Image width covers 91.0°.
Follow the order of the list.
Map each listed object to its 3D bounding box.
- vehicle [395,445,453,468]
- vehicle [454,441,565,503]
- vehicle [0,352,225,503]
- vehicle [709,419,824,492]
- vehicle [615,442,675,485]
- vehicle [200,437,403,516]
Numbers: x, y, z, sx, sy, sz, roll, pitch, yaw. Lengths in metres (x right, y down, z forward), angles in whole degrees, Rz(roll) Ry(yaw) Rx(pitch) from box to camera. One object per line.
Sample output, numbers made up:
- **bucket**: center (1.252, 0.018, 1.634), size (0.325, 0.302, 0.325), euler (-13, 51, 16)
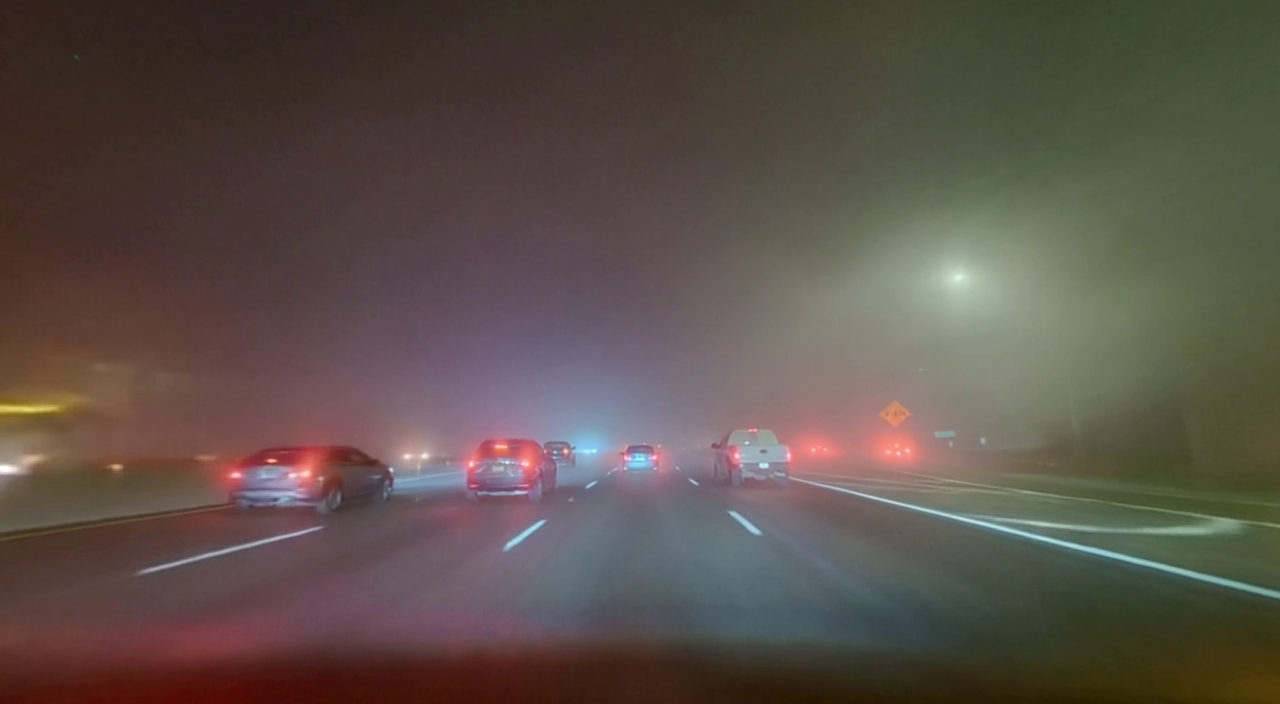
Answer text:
- **vehicle**: center (-15.502, 7.535, 45.571), size (2.287, 1.546, 4.741), euler (-1, -9, 3)
- **vehicle**: center (-3.444, 3.263, 17.600), size (1.996, 1.488, 4.451), euler (0, -9, 2)
- **vehicle**: center (-16.323, 2.327, 18.536), size (2.900, 3.555, 7.278), euler (0, -9, 2)
- **vehicle**: center (4.112, 3.595, 22.074), size (2.802, 2.151, 6.579), euler (0, -9, 1)
- **vehicle**: center (0.226, 4.213, 24.086), size (2.071, 1.478, 4.130), euler (0, -9, 1)
- **vehicle**: center (-7.435, 2.772, 14.514), size (2.065, 1.519, 4.491), euler (0, -9, 1)
